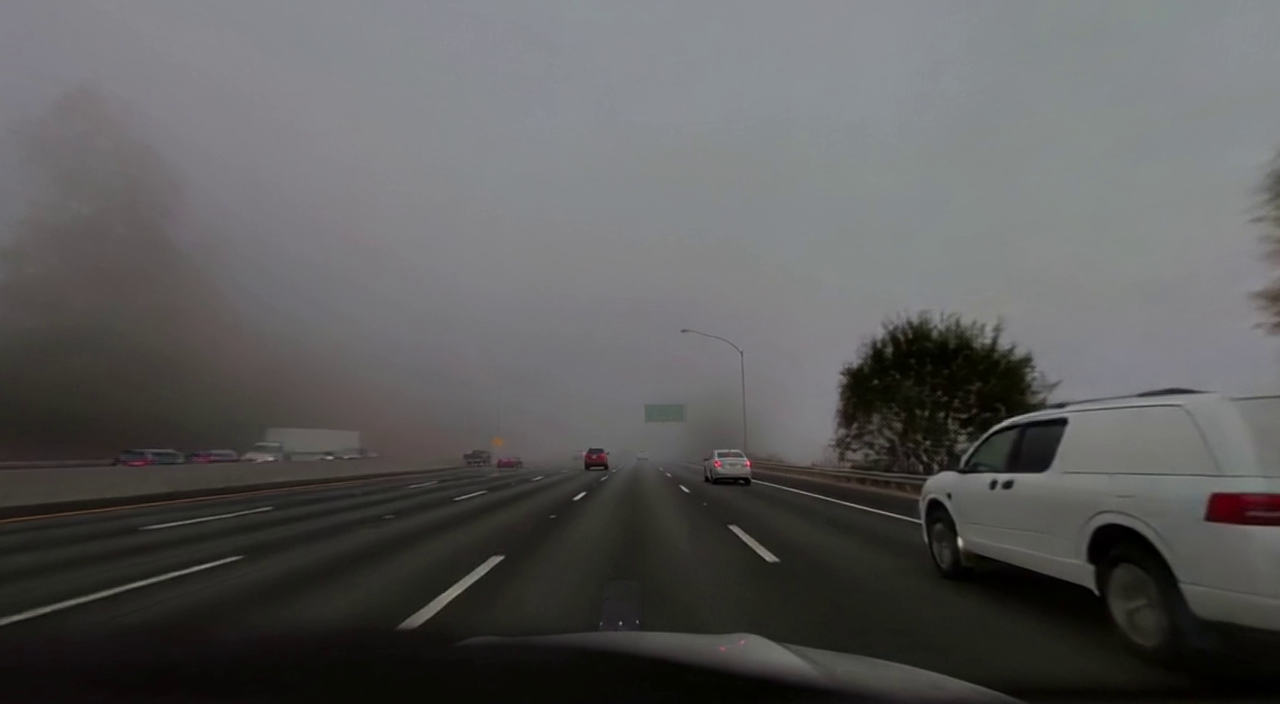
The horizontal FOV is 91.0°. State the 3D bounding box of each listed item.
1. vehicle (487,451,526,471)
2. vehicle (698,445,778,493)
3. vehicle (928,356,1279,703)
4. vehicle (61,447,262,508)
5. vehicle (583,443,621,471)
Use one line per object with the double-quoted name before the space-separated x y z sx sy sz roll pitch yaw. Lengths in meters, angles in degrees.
"vehicle" -10.330 8.468 49.101 1.974 1.472 4.684 0 -9 0
"vehicle" 3.383 4.145 22.703 2.126 1.529 4.438 0 -9 -1
"vehicle" 4.401 1.145 4.708 2.218 1.776 4.807 0 -9 0
"vehicle" -13.749 3.593 18.648 1.959 1.520 5.068 0 -9 0
"vehicle" -2.680 7.708 46.347 2.449 1.929 5.503 0 -9 0
